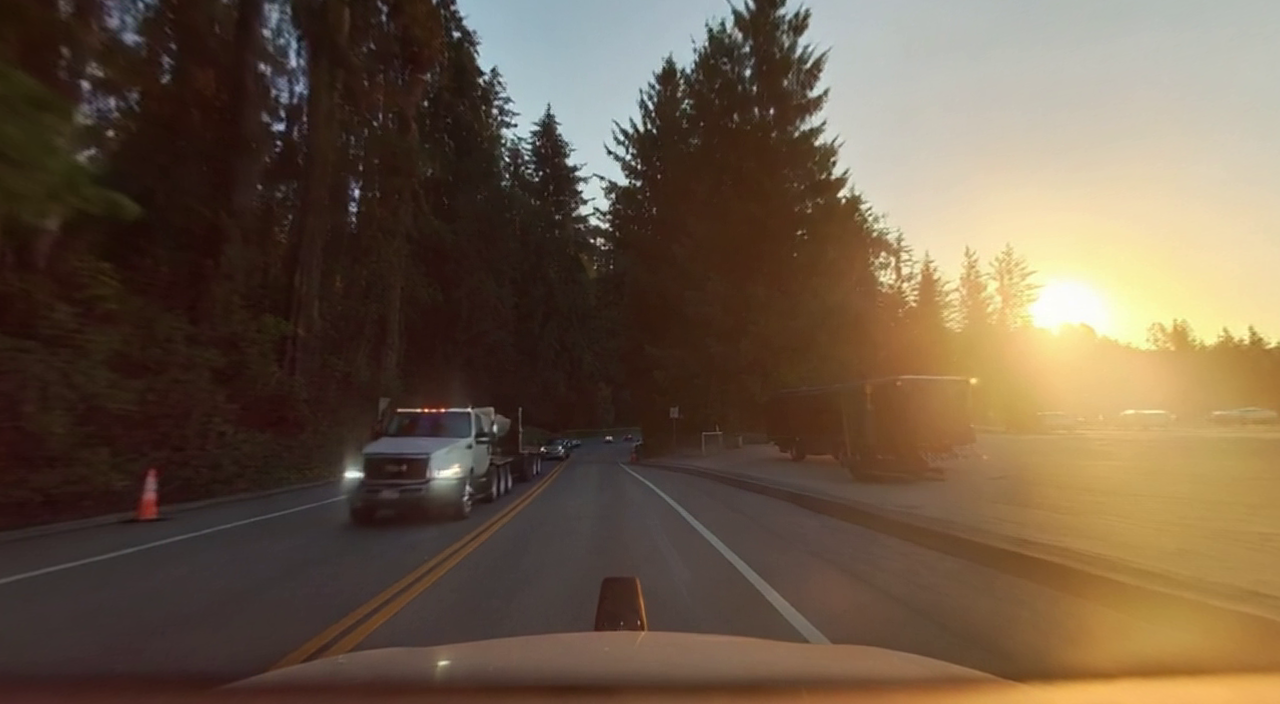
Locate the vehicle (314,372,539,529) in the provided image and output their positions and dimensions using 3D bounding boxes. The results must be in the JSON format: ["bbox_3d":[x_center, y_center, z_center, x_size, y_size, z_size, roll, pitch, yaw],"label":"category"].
[{"bbox_3d":[-4.191,2.252,14.821,2.939,2.556,8.664,1,-8,-5],"label":"vehicle"}]

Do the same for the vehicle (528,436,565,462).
[{"bbox_3d":[-6.526,6.841,44.578,2.096,1.705,4.352,0,-8,-2],"label":"vehicle"}]
